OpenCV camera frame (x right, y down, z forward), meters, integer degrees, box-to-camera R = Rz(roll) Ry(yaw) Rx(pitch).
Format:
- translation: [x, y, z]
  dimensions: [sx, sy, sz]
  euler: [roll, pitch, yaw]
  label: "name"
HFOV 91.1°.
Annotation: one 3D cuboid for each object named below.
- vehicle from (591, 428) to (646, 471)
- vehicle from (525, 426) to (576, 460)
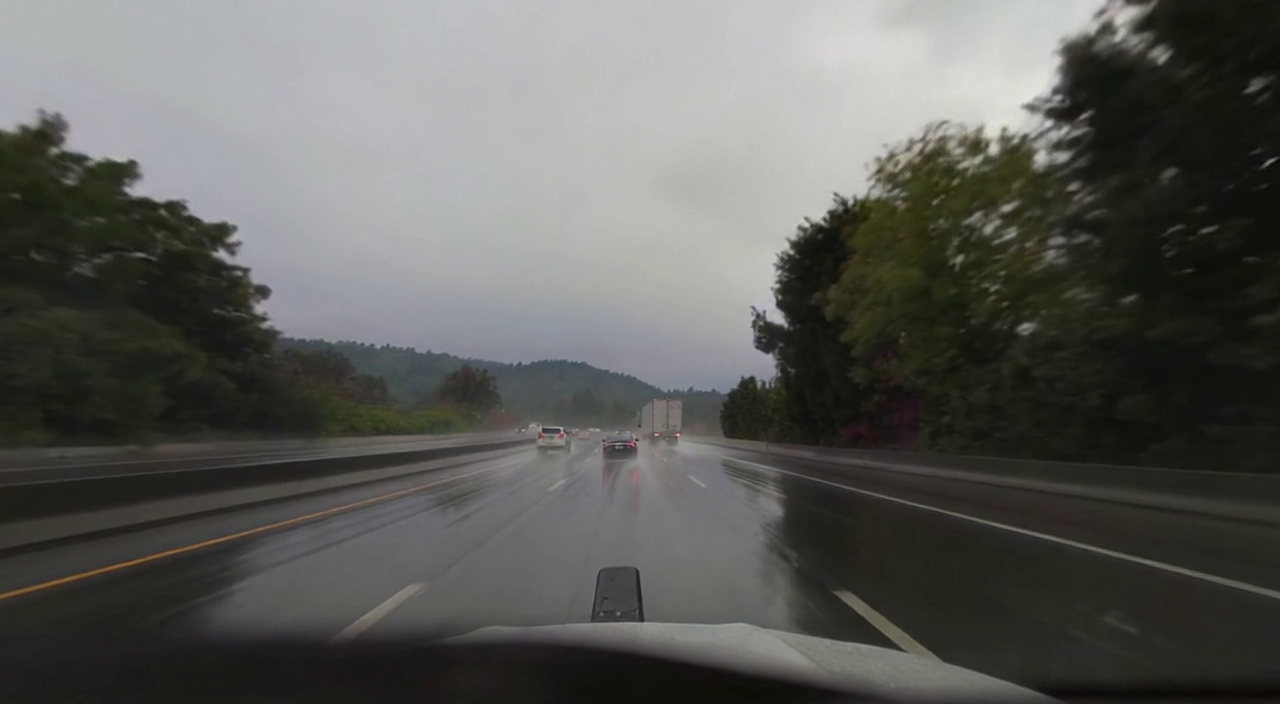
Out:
- translation: [-0.843, 3.931, 25.538]
  dimensions: [2.048, 1.563, 4.087]
  euler: [0, -8, -1]
  label: "vehicle"
- translation: [-4.980, 5.173, 35.693]
  dimensions: [2.234, 1.773, 5.134]
  euler: [0, -8, -1]
  label: "vehicle"
